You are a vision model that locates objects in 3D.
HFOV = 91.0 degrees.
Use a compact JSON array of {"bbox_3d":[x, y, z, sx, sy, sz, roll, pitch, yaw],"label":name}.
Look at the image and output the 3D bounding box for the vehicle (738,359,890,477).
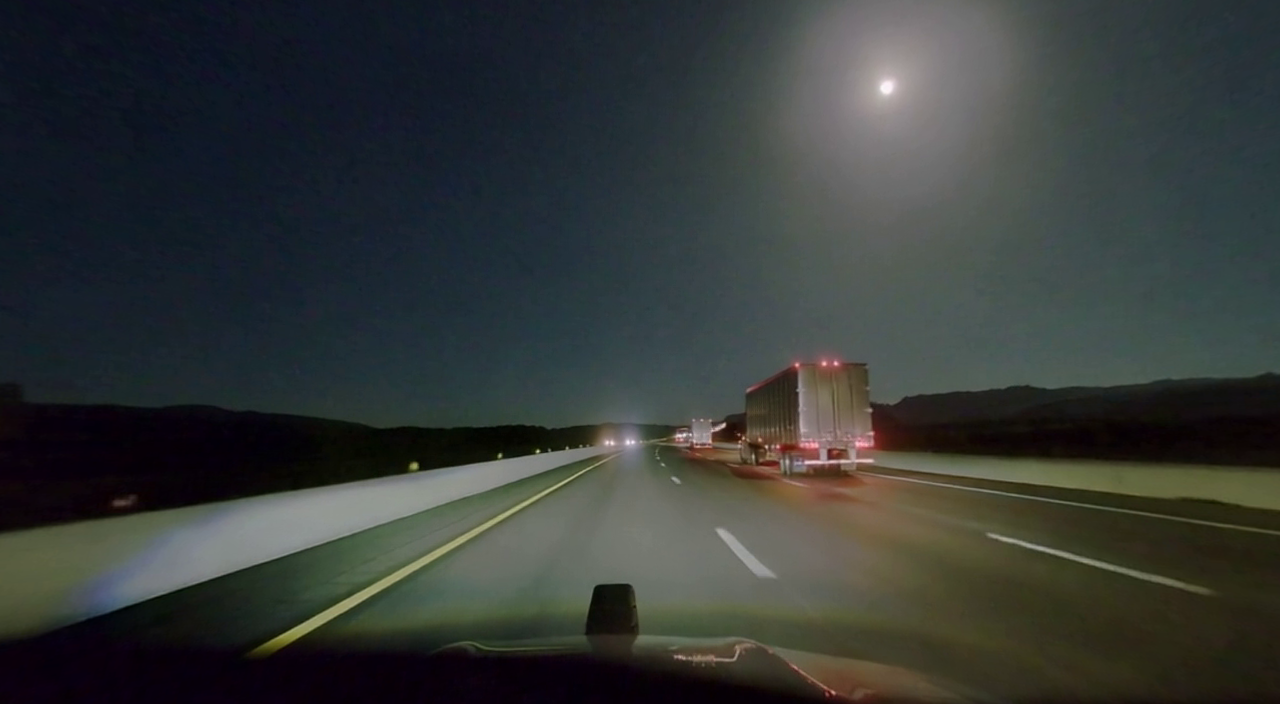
[{"bbox_3d":[7.117,3.272,28.877,2.885,4.075,13.981,-1,-8,0],"label":"vehicle"}]
